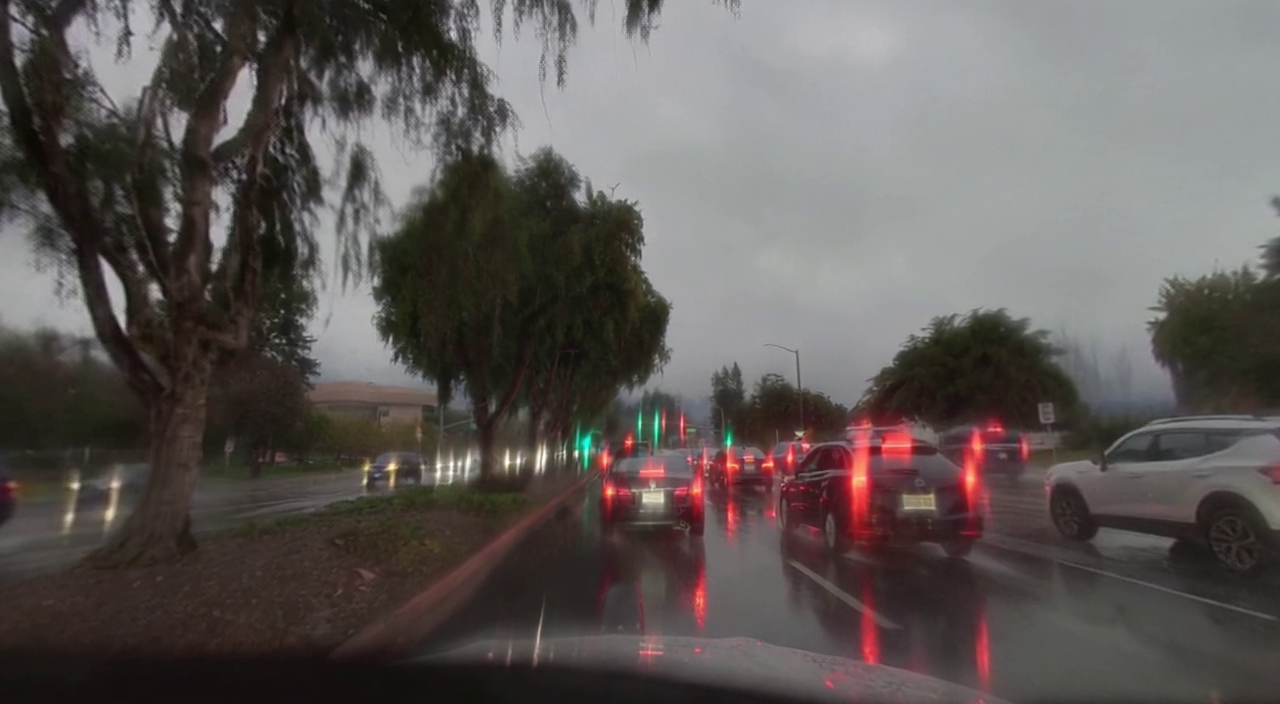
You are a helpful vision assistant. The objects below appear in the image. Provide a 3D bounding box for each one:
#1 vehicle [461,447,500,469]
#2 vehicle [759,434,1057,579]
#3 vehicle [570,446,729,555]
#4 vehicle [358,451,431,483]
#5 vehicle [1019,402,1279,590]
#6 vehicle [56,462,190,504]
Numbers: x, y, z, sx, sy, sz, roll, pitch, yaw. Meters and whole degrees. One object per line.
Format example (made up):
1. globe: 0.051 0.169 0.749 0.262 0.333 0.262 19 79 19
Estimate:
1. vehicle: -12.506 8.327 49.802 1.963 1.649 4.290 0 -9 0
2. vehicle: 3.190 1.945 8.942 1.970 1.445 4.974 0 -9 -1
3. vehicle: 0.093 2.178 10.009 1.990 1.347 4.067 0 -9 -1
4. vehicle: -12.358 5.813 32.160 1.943 1.467 4.442 0 -9 0
5. vehicle: 6.921 1.594 7.561 1.987 1.730 4.373 0 -9 -1
6. vehicle: -21.521 5.440 26.602 1.815 1.449 4.616 0 -9 -1
